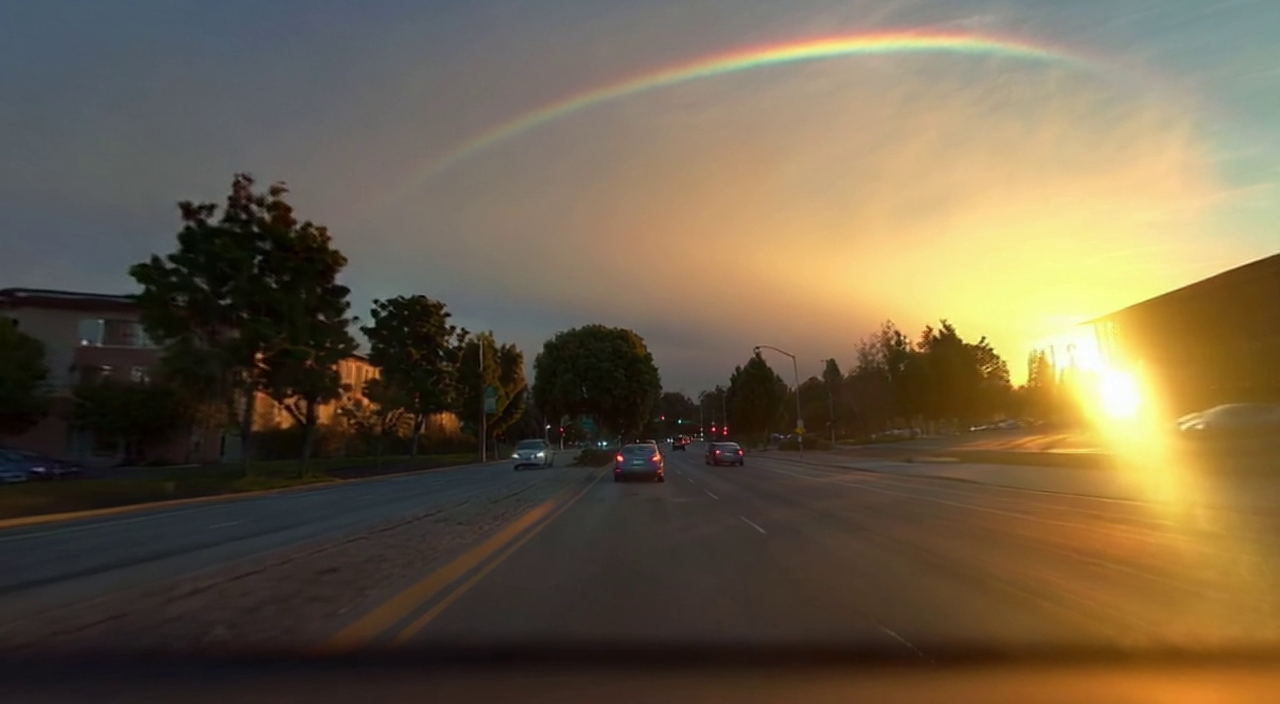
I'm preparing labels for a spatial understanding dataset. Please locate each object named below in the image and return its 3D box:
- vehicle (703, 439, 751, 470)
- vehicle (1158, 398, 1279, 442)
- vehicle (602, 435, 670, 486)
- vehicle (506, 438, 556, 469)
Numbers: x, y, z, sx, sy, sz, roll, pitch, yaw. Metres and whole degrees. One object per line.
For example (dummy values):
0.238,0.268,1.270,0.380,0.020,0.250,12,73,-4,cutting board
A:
4.787,5.694,35.319,1.987,1.613,4.081,0,-9,-1,vehicle
22.502,2.525,23.580,4.531,1.432,1.949,-3,-9,-1,vehicle
-0.110,3.803,22.485,2.181,1.639,4.127,0,-9,1,vehicle
-6.562,6.181,38.611,2.174,1.802,4.591,0,-9,0,vehicle
